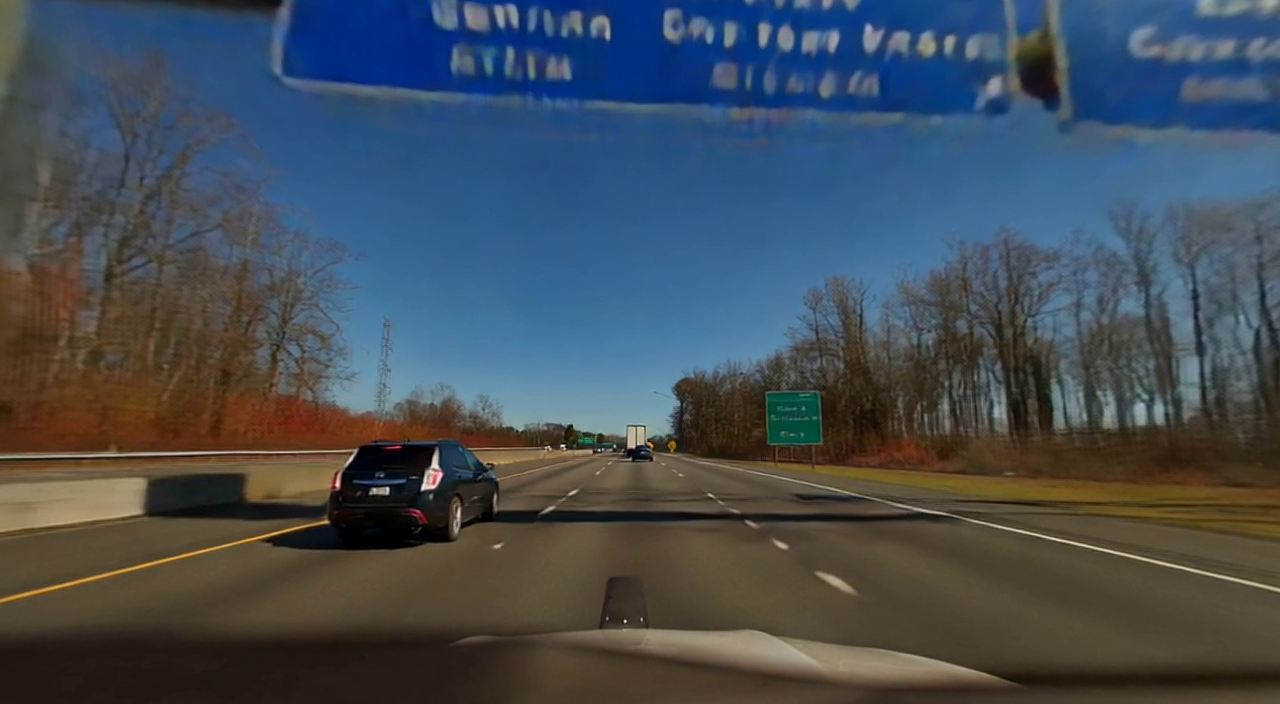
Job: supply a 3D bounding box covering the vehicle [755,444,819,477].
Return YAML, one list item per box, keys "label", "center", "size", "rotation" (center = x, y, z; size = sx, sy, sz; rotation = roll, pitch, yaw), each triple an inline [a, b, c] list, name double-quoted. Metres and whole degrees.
- label: "vehicle"
  center: [7.736, 5.743, 33.632]
  size: [2.081, 1.576, 5.604]
  rotation: [0, -9, 0]

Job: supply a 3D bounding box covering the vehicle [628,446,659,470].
- label: "vehicle"
  center: [0.195, 6.745, 40.166]
  size: [1.859, 1.478, 3.799]
  rotation: [0, -9, 0]

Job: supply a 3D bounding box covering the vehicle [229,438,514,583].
- label: "vehicle"
  center: [-3.285, 2.004, 8.886]
  size: [2.012, 1.500, 4.452]
  rotation: [0, -9, 1]
